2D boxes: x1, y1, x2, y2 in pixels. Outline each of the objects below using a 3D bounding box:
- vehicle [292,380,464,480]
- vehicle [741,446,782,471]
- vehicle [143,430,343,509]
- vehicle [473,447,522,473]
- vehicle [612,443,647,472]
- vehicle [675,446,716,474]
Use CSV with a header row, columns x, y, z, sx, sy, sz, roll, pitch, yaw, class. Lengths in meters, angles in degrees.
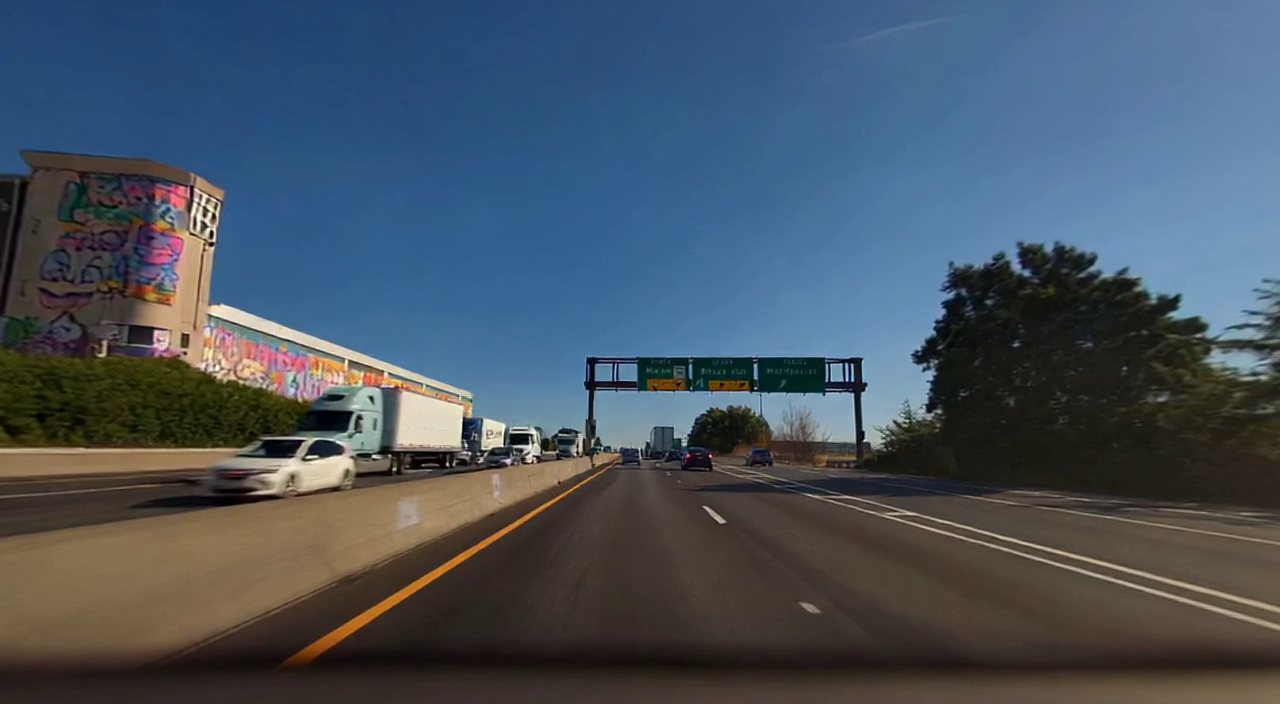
x,y,z,sx,sy,sz,roll,pitch,yaw,class
-12.714,4.254,32.773,2.905,4.059,14.156,0,-9,0,vehicle
8.604,7.594,44.763,2.107,1.648,4.324,0,-9,1,vehicle
-8.830,2.643,14.459,1.914,1.539,4.034,0,-9,0,vehicle
-8.638,6.558,38.280,1.907,1.470,4.436,0,-9,0,vehicle
-0.641,6.821,40.808,2.169,1.753,4.151,0,-9,0,vehicle
3.309,6.587,38.425,2.045,1.605,4.674,0,-9,-1,vehicle
